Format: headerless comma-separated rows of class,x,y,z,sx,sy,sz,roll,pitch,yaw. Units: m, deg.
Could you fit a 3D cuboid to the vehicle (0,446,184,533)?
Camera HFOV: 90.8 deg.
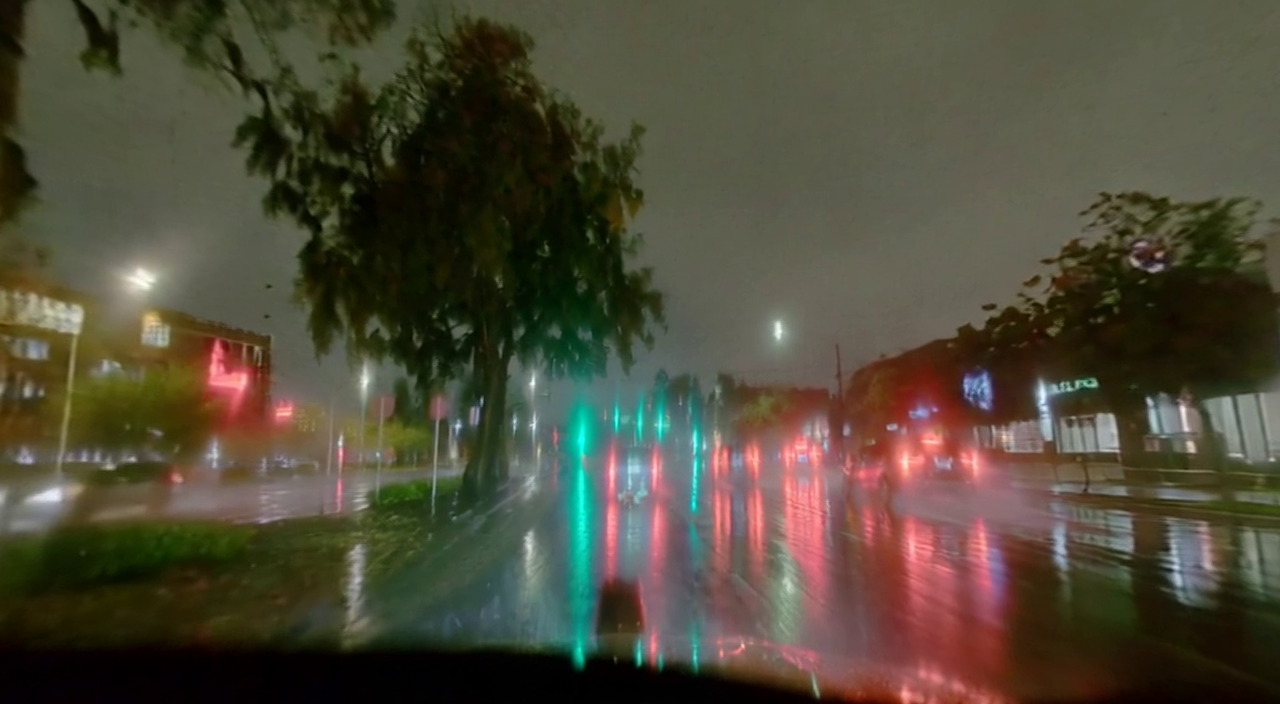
vehicle,-12.062,2.805,13.409,1.934,1.491,3.684,-1,-8,1

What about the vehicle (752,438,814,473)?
vehicle,7.276,5.316,32.599,2.025,1.666,4.448,0,-9,-1

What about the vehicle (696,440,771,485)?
vehicle,3.316,4.023,23.346,1.993,1.477,4.240,0,-9,-2

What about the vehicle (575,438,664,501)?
vehicle,-0.661,3.090,17.013,2.101,1.444,4.248,0,-9,-5

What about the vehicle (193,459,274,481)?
vehicle,-28.187,8.188,43.903,4.346,1.435,1.909,-1,-9,3

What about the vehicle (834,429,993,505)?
vehicle,7.058,3.014,17.027,2.052,1.708,4.842,0,-9,-1
